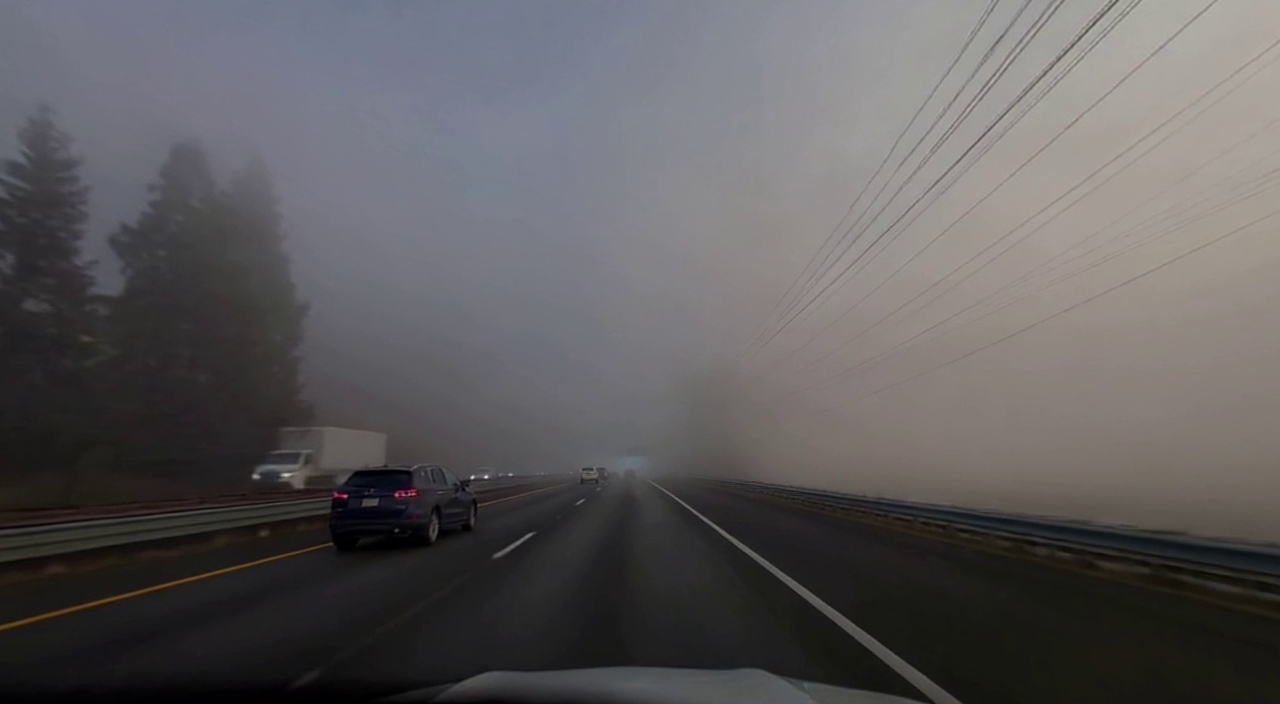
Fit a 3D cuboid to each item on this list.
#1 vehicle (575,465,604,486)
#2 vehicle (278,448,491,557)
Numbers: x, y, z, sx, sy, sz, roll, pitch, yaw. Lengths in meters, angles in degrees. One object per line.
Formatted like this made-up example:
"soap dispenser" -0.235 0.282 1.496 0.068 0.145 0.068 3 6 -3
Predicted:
"vehicle" -3.749 9.271 47.491 1.884 1.486 3.934 1 -10 -1
"vehicle" -4.159 2.548 11.178 1.963 1.501 4.227 1 -10 0
